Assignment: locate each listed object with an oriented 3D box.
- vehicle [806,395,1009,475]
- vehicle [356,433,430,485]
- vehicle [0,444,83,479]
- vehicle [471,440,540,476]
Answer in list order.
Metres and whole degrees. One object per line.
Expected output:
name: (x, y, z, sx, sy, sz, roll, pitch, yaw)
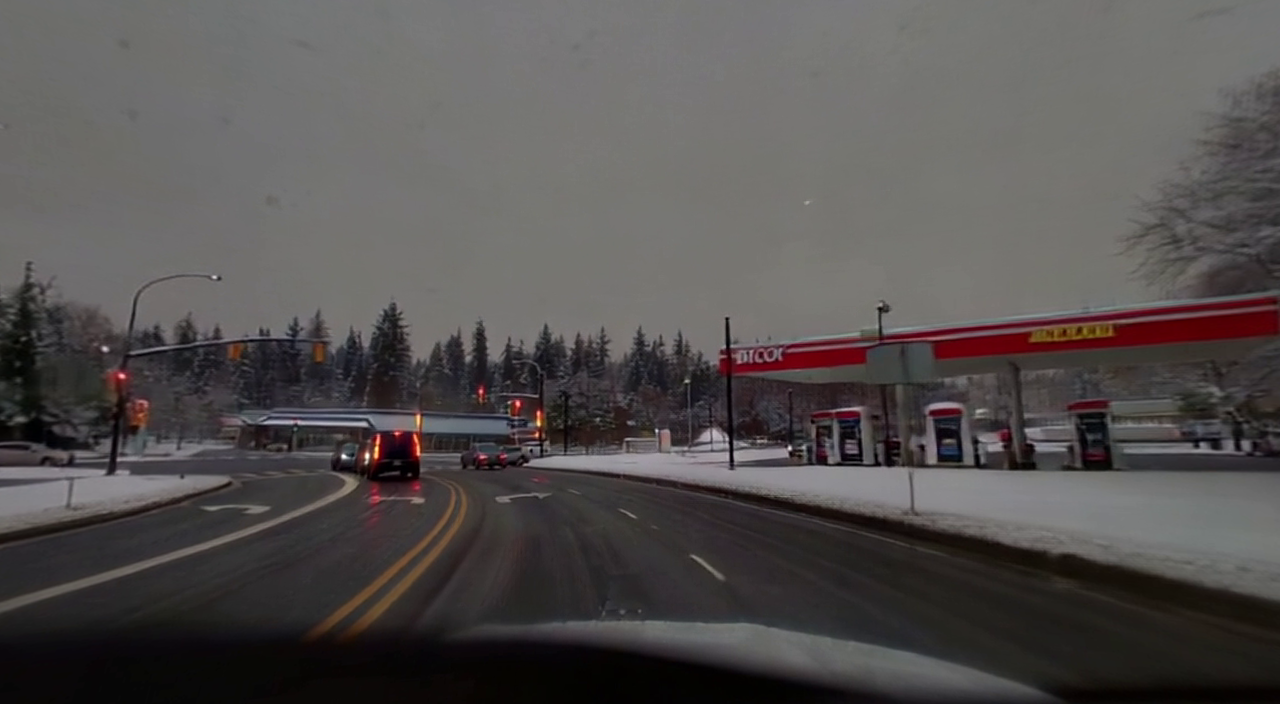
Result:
vehicle: (11.764, 3.798, 28.346, 7.741, 3.106, 2.906, -8, -11, 42)
vehicle: (-10.614, 4.499, 26.836, 2.254, 2.006, 4.766, 5, -10, -28)
vehicle: (-32.408, 5.707, 32.922, 4.632, 1.757, 2.073, 7, -11, -37)
vehicle: (-7.633, 5.894, 35.375, 2.202, 1.822, 4.826, 6, -10, -32)
